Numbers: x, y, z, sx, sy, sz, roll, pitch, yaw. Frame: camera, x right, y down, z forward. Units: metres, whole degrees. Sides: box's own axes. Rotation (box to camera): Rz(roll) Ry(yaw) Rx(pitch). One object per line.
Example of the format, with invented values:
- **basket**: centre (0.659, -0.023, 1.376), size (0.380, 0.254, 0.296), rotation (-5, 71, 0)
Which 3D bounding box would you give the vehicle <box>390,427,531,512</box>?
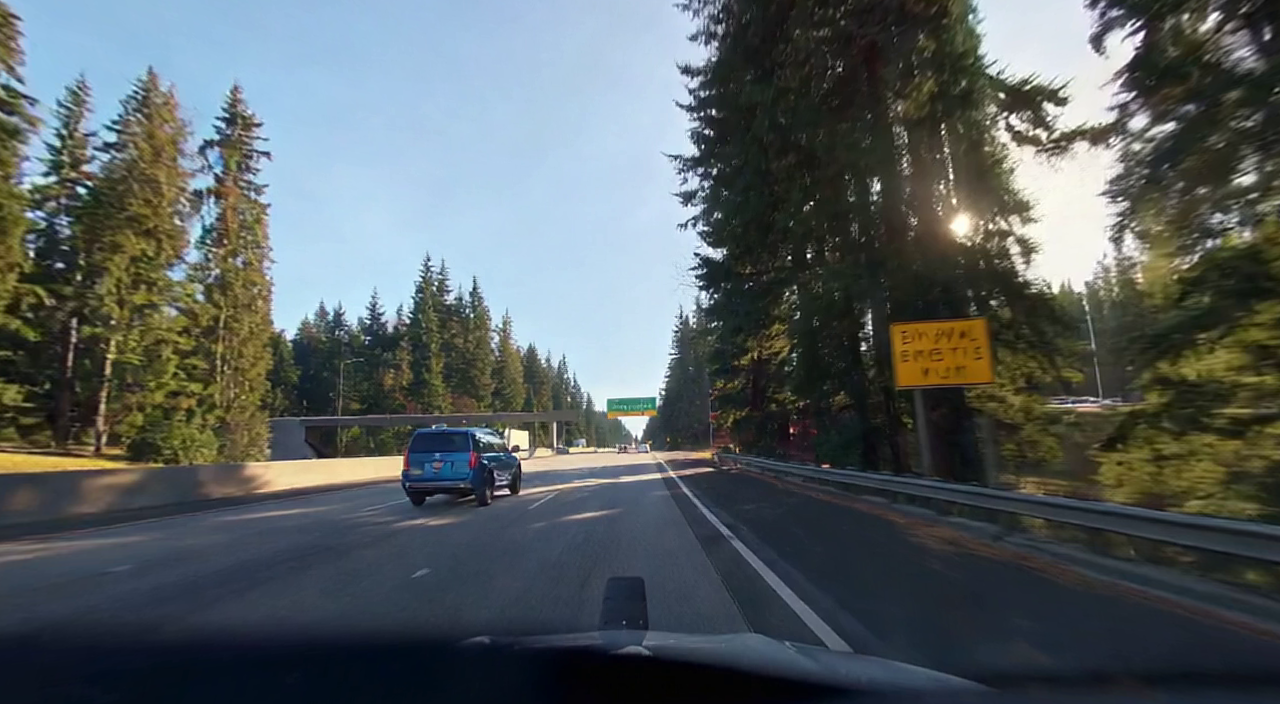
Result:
- **vehicle**: centre (-4.145, 2.785, 15.459), size (2.084, 1.752, 4.479), rotation (0, -8, 1)
